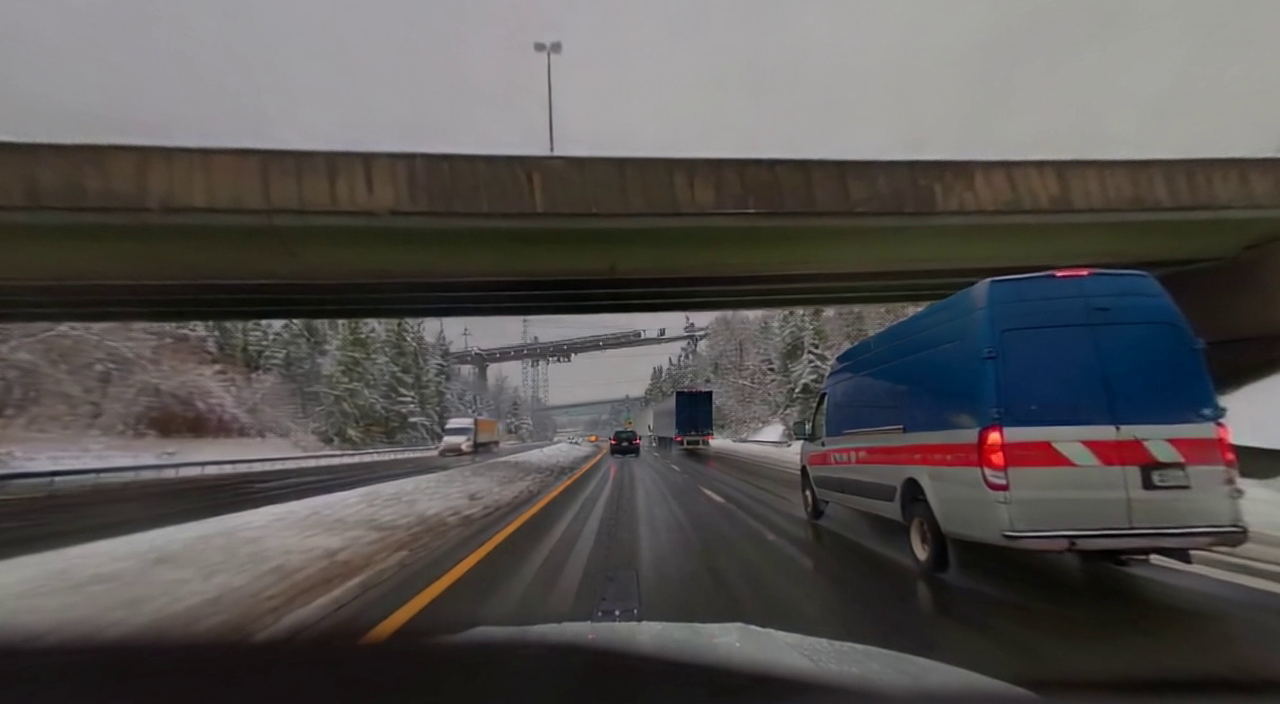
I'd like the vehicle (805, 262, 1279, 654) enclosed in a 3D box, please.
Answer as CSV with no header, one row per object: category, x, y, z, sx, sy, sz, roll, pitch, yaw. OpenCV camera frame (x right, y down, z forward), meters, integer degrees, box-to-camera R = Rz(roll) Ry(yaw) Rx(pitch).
vehicle,3.798,1.004,6.782,2.387,2.506,5.374,0,-8,-2

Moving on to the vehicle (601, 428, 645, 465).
vehicle,-0.874,4.748,31.916,2.073,1.750,4.116,0,-8,-2

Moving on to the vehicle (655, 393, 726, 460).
vehicle,3.067,5.260,43.399,3.096,3.759,15.119,0,-8,-2
